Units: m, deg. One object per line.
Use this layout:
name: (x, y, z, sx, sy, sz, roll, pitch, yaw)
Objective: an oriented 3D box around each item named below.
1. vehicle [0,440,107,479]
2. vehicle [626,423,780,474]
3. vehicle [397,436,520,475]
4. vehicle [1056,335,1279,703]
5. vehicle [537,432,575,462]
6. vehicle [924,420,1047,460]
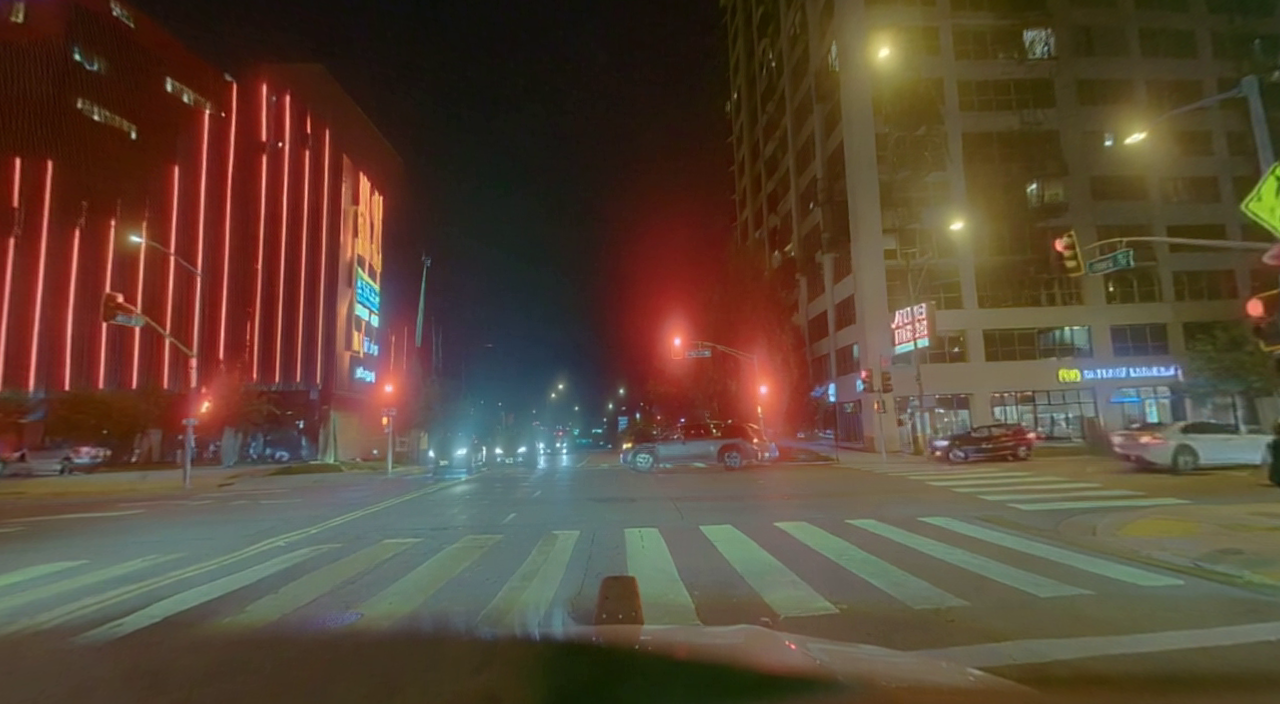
vehicle: (-31.571, 5.642, 33.535, 2.205, 1.903, 5.877, 1, -9, -10)
vehicle: (1.963, 3.106, 20.430, 4.612, 1.521, 1.811, 1, -9, -10)
vehicle: (-7.161, 4.135, 25.341, 4.475, 1.458, 1.681, 1, -9, -7)
vehicle: (3.019, 0.603, 0.872, 1.866, 1.654, 4.354, 0, -8, 0)
vehicle: (-5.086, 5.804, 38.623, 1.976, 1.683, 4.117, 0, -8, -4)
vehicle: (15.321, 3.918, 28.154, 4.513, 1.682, 1.810, 1, -9, -8)
